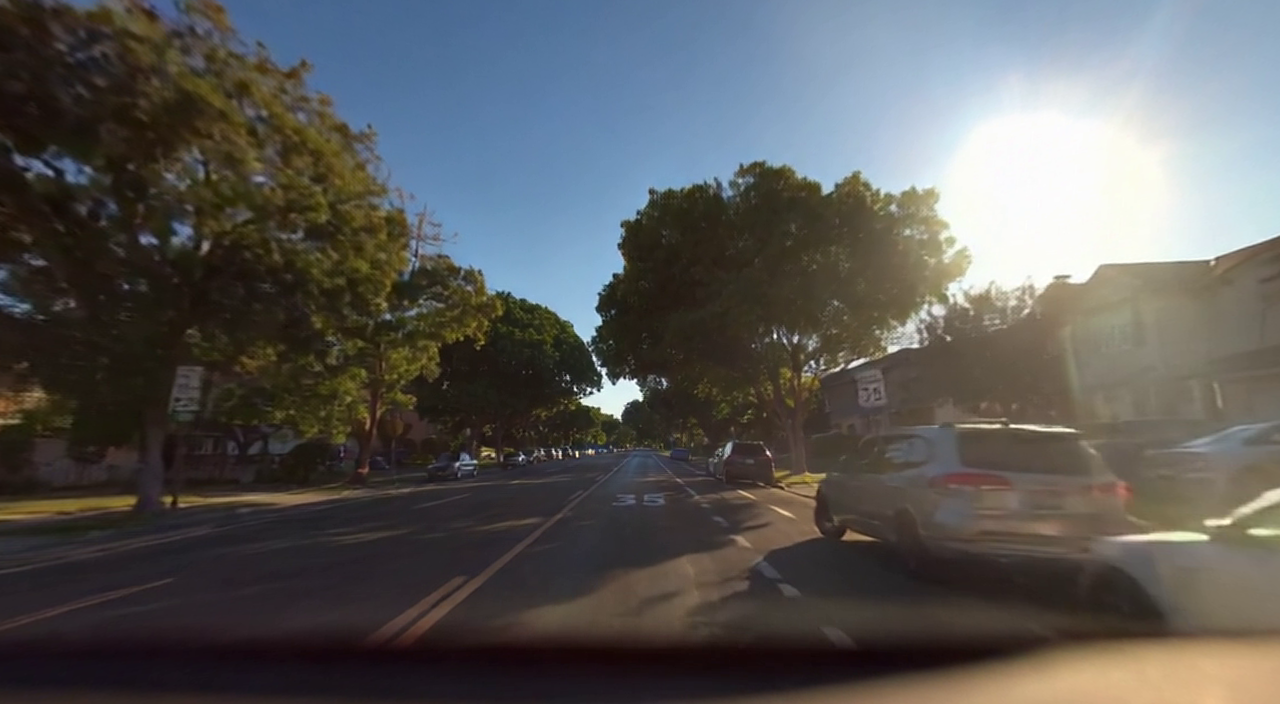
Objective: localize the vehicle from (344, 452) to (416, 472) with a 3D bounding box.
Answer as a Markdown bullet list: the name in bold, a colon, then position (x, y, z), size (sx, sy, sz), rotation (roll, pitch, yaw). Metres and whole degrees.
- **vehicle**: position (-19.238, 8.147, 46.878), size (4.530, 1.477, 1.843), rotation (0, -9, -1)

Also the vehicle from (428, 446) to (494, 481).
- **vehicle**: position (-10.737, 6.693, 38.302), size (2.338, 1.871, 5.795), rotation (-3, -9, 0)

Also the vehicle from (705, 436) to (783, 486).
- **vehicle**: position (4.114, 4.412, 25.886), size (2.254, 1.812, 4.817), rotation (0, -9, -1)

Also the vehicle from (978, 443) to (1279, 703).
- **vehicle**: position (4.062, 1.181, 3.099), size (2.087, 1.454, 4.914), rotation (0, -8, 0)

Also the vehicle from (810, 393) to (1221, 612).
- **vehicle**: position (3.969, 1.679, 8.039), size (2.169, 1.914, 4.791), rotation (0, -9, -1)
